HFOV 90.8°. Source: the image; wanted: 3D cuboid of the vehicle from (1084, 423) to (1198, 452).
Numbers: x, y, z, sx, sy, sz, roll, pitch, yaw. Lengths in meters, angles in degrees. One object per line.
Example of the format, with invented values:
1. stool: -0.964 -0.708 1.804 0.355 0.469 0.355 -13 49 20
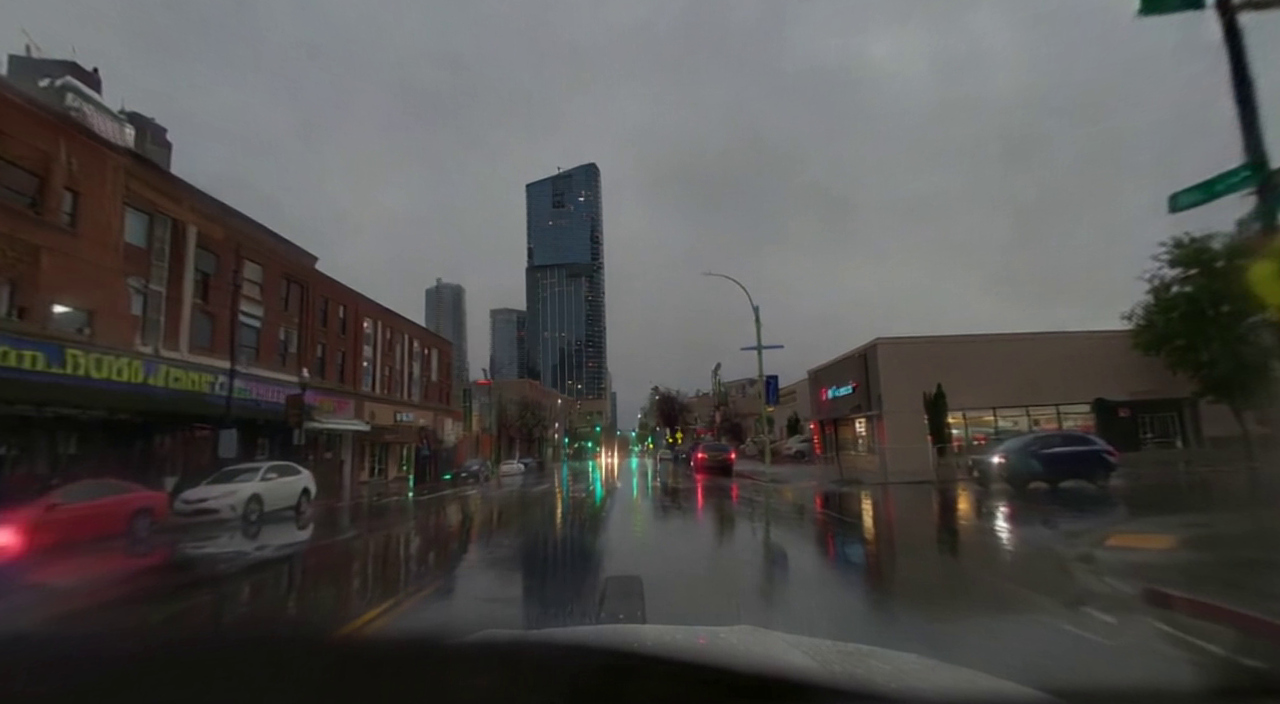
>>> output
1. vehicle: 27.157 4.649 34.347 4.472 1.500 1.837 -1 -8 3

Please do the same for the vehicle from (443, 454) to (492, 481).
1. vehicle: -11.118 7.464 41.041 2.018 1.553 4.407 0 -8 -1

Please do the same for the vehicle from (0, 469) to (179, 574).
1. vehicle: -11.075 3.197 12.346 1.586 1.397 3.473 -3 -5 0

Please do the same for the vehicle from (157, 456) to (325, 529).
1. vehicle: -11.008 3.848 17.864 1.943 1.713 4.153 -1 -8 2

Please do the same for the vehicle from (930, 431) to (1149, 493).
1. vehicle: 10.679 2.945 17.140 4.611 1.494 1.982 0 -8 -4

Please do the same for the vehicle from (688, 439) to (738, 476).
1. vehicle: 3.706 5.434 32.892 2.118 1.779 5.121 -1 -8 2

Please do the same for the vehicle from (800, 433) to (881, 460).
1. vehicle: 13.457 6.346 42.572 4.732 1.746 2.141 0 -8 0

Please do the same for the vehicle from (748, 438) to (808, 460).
1. vehicle: 10.301 7.253 47.275 4.018 1.645 1.875 0 -8 -3
